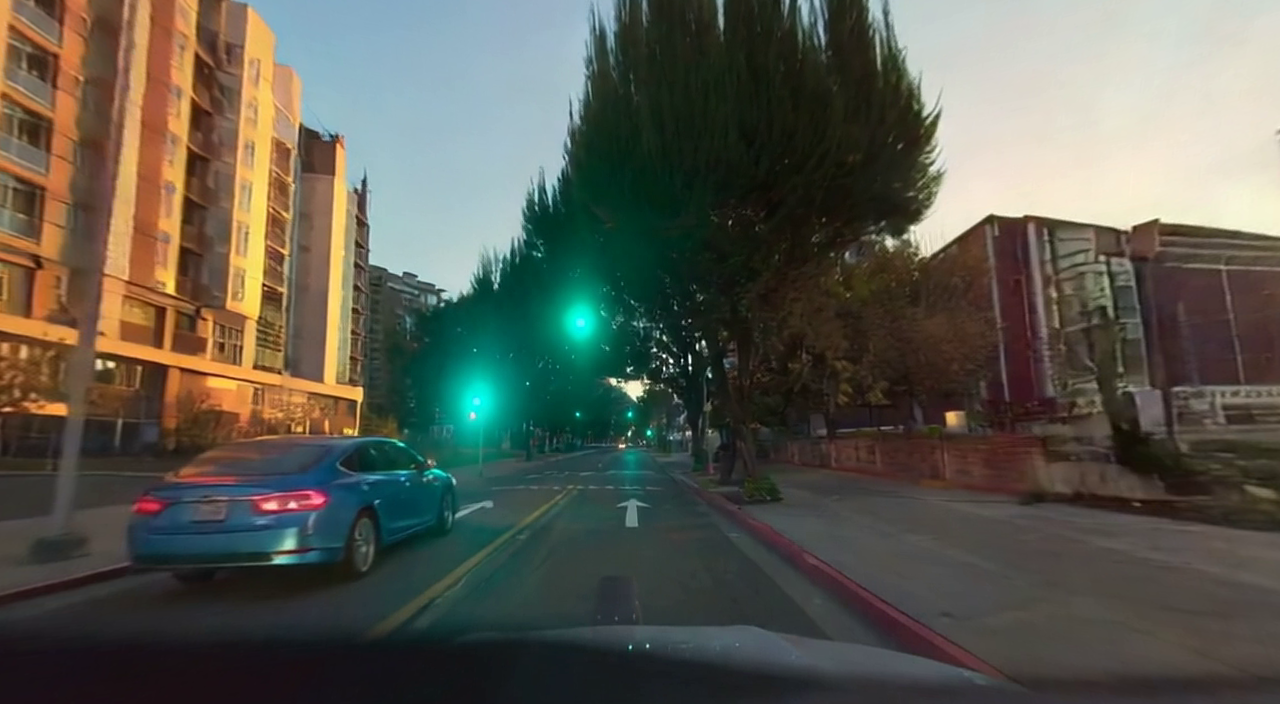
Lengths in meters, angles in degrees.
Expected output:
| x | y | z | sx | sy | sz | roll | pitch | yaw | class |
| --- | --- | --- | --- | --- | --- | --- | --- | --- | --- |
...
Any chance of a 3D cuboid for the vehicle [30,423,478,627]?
| x | y | z | sx | sy | sz | roll | pitch | yaw | class |
| --- | --- | --- | --- | --- | --- | --- | --- | --- | --- |
| -3.334 | 1.555 | 6.823 | 1.898 | 1.407 | 4.652 | -1 | -8 | 0 | vehicle |
